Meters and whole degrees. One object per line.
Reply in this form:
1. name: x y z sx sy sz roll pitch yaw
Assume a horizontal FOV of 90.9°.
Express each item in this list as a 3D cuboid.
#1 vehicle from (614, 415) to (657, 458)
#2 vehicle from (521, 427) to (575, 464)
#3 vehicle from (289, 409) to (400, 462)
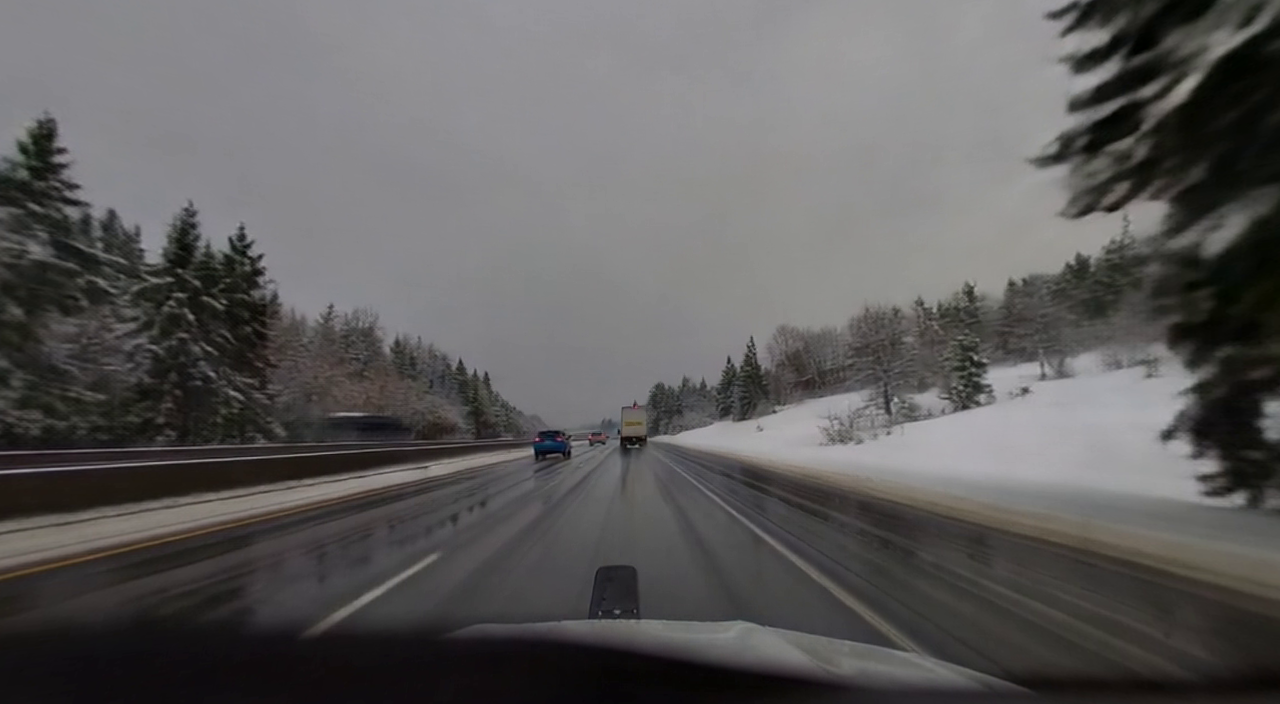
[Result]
1. vehicle: -0.324 5.343 39.891 2.526 2.531 5.026 0 -8 -1
2. vehicle: -4.568 4.686 31.864 2.049 1.726 4.291 0 -8 0
3. vehicle: -13.282 3.822 28.856 2.346 2.195 5.536 0 -8 0
